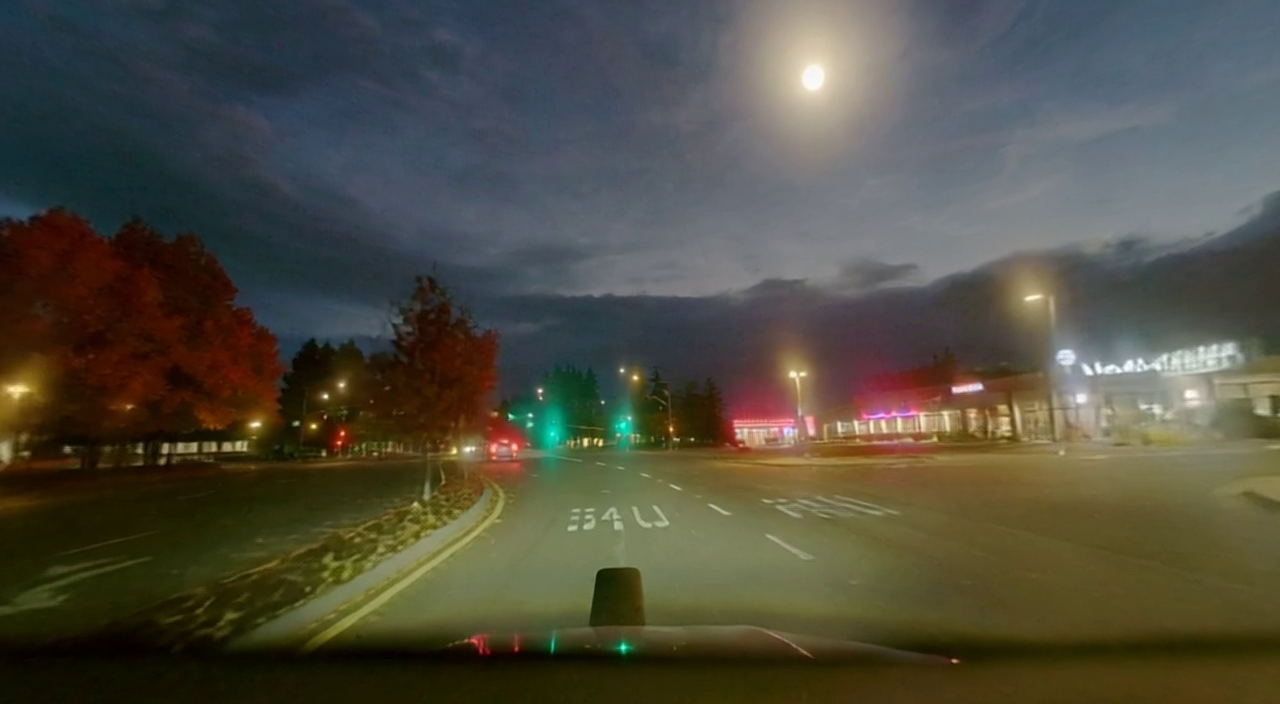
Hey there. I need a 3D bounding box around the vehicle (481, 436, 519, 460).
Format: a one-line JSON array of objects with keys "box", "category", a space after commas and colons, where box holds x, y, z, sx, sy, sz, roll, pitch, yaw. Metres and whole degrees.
[{"box": [-9.290, 6.335, 41.521, 2.018, 1.512, 4.304, 2, -9, -17], "category": "vehicle"}]
